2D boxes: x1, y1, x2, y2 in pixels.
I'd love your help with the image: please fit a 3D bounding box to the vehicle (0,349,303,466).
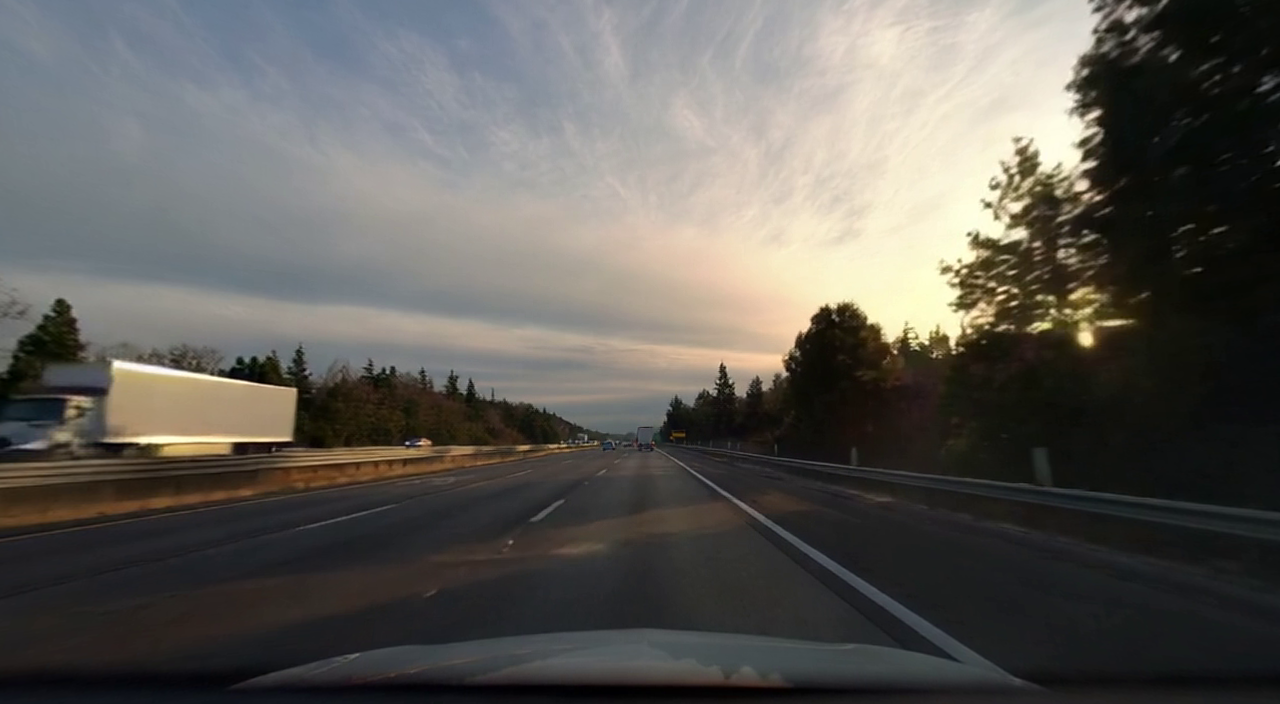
[{"bbox_3d":[-23.661,3.327,32.510,2.909,4.430,17.283,0,-8,0],"label":"vehicle"}]
